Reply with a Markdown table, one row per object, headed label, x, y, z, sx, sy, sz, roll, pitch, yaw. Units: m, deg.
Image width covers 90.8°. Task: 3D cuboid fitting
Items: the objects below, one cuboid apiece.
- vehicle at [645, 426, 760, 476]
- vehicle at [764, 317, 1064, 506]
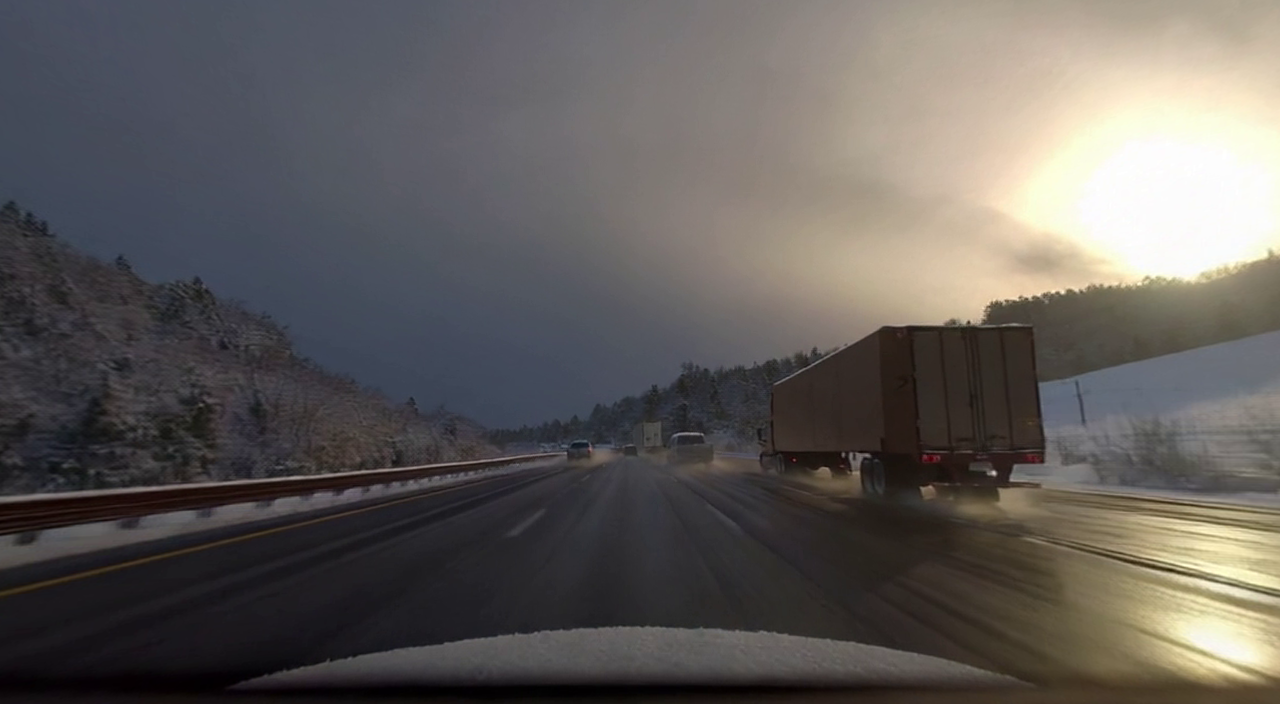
| label | x | y | z | sx | sy | sz | roll | pitch | yaw |
| --- | --- | --- | --- | --- | --- | --- | --- | --- | --- |
| vehicle | 2.868 | 4.703 | 30.088 | 5.075 | 2.277 | 2.365 | 0 | -9 | -4 |
| vehicle | 7.611 | 2.515 | 22.113 | 2.935 | 4.187 | 16.357 | 0 | -9 | -1 |
